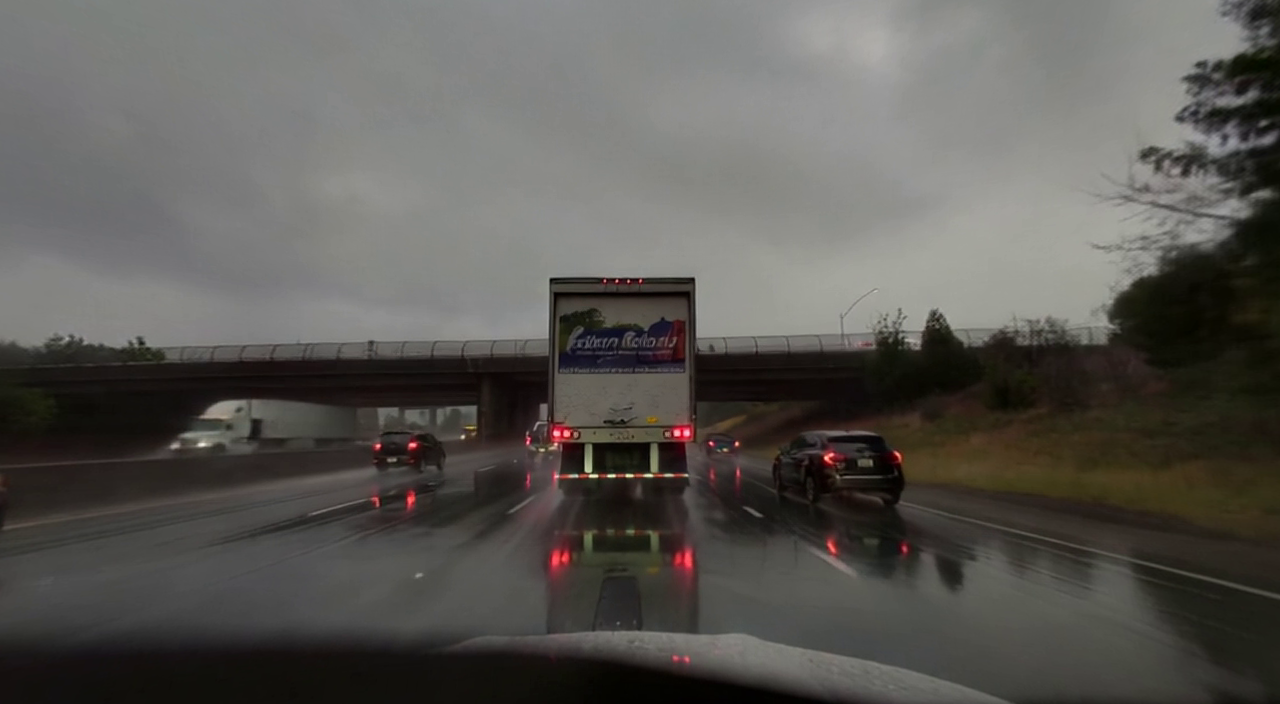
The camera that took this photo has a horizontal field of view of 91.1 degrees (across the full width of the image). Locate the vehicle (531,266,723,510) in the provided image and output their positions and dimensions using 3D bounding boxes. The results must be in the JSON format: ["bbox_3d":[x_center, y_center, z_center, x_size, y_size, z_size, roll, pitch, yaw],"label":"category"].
[{"bbox_3d":[-0.336,1.179,14.677,2.911,3.787,9.905,0,-8,-2],"label":"vehicle"}]

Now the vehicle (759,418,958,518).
[{"bbox_3d":[3.809,2.096,12.015,2.003,1.519,4.580,0,-8,-2],"label":"vehicle"}]

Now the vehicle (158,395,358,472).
[{"bbox_3d":[-23.851,5.420,41.507,2.978,4.017,16.640,0,-8,0],"label":"vehicle"}]

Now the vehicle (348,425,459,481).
[{"bbox_3d":[-7.883,3.396,21.495,2.057,1.698,4.550,0,-8,0],"label":"vehicle"}]

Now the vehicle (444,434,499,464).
[{"bbox_3d":[-8.663,4.990,32.579,1.845,1.488,3.656,0,-8,0],"label":"vehicle"}]
